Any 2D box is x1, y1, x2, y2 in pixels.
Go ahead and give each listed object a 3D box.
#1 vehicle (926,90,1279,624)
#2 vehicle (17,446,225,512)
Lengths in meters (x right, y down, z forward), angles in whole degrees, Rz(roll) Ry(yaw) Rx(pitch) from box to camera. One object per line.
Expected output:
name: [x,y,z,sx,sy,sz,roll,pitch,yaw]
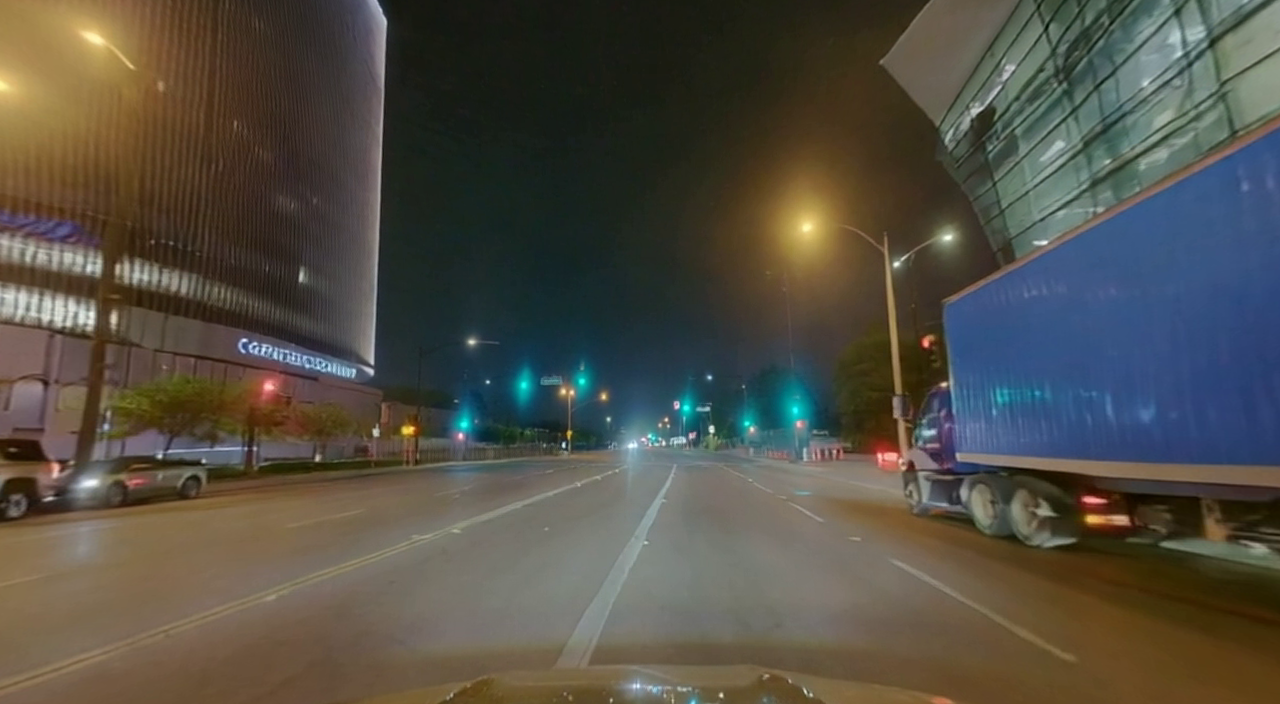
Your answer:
vehicle: [6.388,0.230,5.939,3.176,3.913,9.805,0,-8,3]
vehicle: [-15.161,3.687,18.957,1.925,1.665,4.893,0,-8,2]
